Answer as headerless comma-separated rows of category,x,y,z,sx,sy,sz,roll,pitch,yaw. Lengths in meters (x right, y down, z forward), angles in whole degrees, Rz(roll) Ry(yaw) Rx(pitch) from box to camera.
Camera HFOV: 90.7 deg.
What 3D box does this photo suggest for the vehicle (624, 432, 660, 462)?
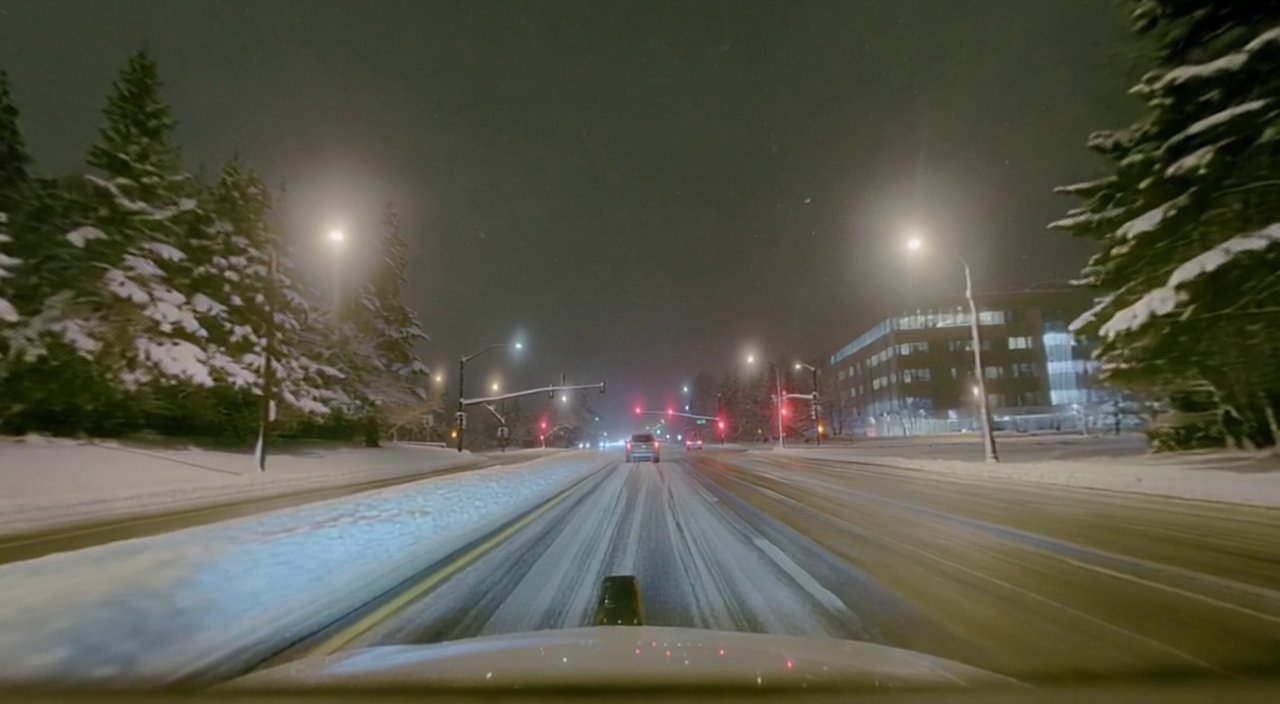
vehicle,0.133,6.481,43.091,2.267,1.926,4.708,0,-9,0
